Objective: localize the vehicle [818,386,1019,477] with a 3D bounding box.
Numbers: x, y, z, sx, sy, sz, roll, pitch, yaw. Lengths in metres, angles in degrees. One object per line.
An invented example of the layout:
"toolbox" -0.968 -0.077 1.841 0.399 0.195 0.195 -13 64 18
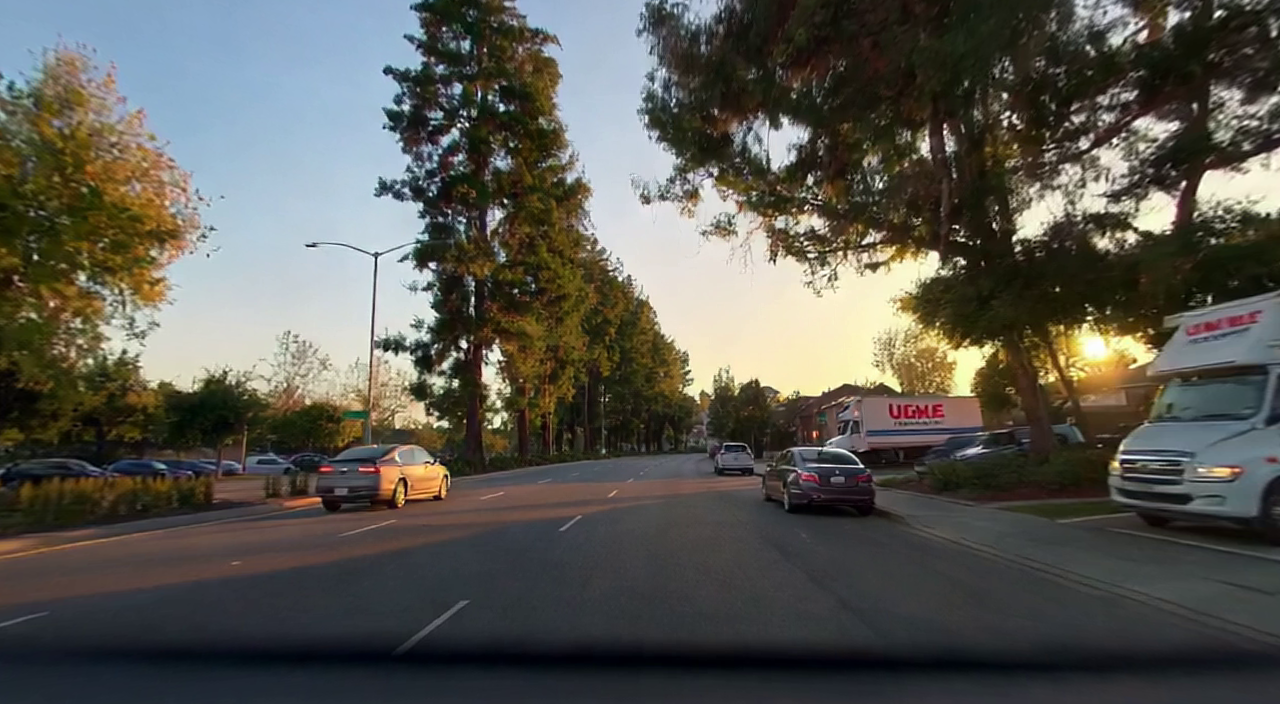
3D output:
"vehicle" 11.830 3.417 27.157 7.138 3.310 2.943 -2 -9 -9

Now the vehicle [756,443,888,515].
"vehicle" 3.969 2.816 14.568 1.849 1.393 4.377 0 -8 2

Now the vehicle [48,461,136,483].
"vehicle" -42.472 9.318 48.965 4.603 1.577 2.157 1 -8 -8

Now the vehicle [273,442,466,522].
"vehicle" -5.704 2.770 14.120 2.060 1.473 4.645 0 -8 3

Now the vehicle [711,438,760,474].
"vehicle" 4.861 5.366 32.715 2.064 1.697 4.718 0 -8 3

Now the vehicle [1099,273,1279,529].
"vehicle" 11.909 0.856 9.529 8.495 3.147 2.773 2 -9 -12
